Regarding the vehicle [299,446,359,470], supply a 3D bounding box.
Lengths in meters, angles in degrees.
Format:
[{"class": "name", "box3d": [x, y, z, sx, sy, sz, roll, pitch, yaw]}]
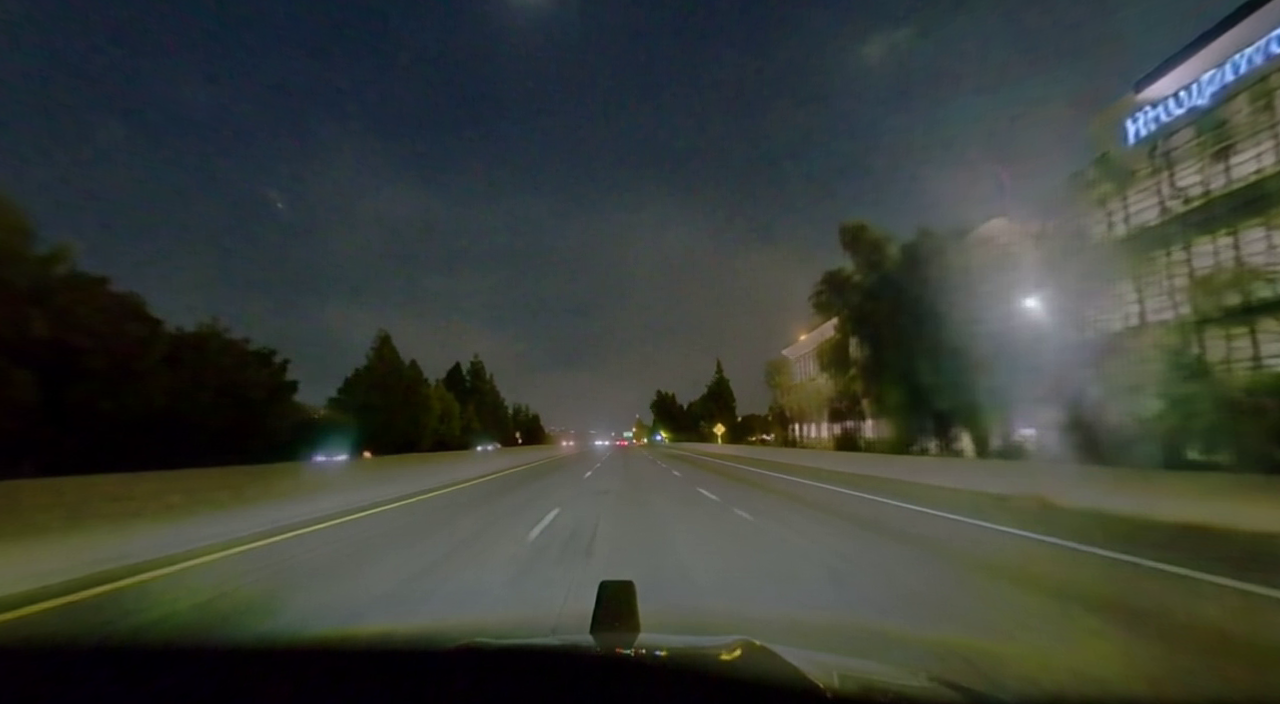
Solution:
[{"class": "vehicle", "box3d": [-20.586, 7.000, 41.861, 1.957, 1.464, 4.090, 0, -8, -1]}]
